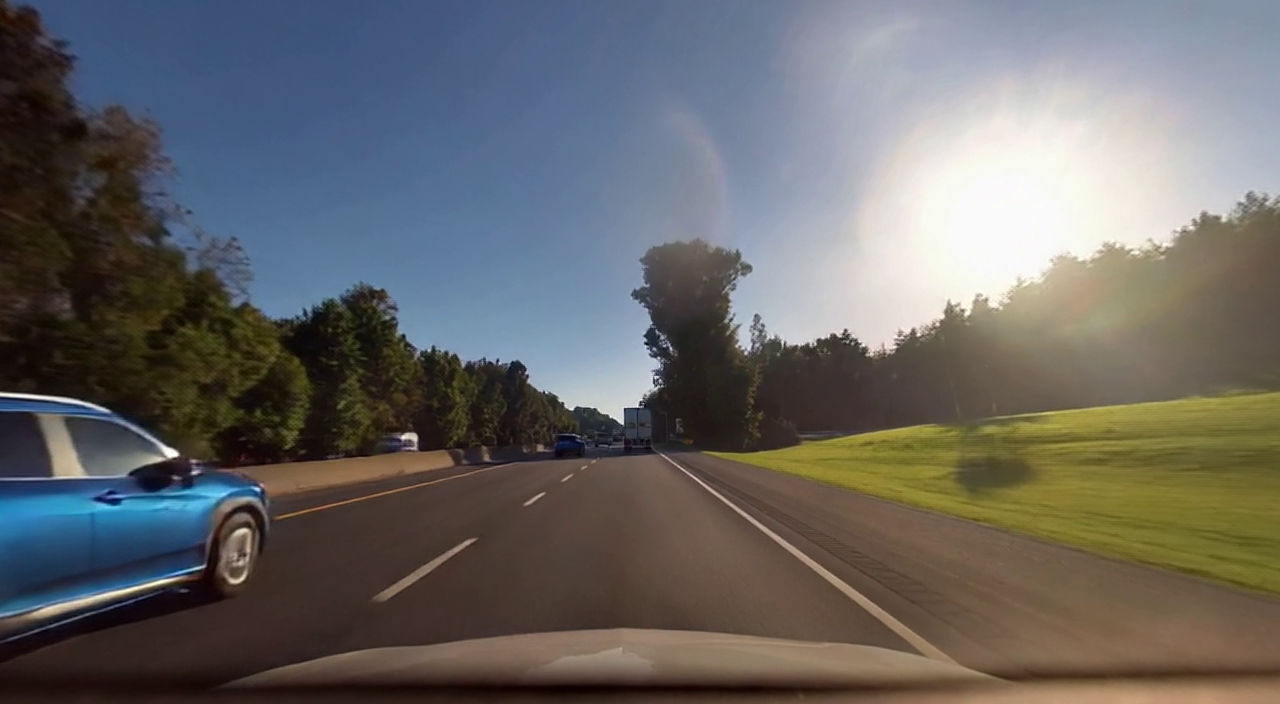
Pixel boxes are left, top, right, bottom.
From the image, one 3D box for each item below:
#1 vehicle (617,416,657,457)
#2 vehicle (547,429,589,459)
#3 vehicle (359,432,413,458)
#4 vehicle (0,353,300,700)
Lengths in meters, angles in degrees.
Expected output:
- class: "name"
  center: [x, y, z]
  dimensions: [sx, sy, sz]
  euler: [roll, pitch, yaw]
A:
- class: "vehicle"
  center: [-0.240, 5.647, 41.893]
  dimensions: [2.526, 2.531, 5.026]
  euler: [0, -8, -1]
- class: "vehicle"
  center: [-4.419, 5.684, 39.145]
  dimensions: [2.049, 1.726, 4.291]
  euler: [0, -8, 0]
- class: "vehicle"
  center: [-17.907, 6.555, 44.666]
  dimensions: [1.902, 1.712, 4.858]
  euler: [0, -8, -1]
- class: "vehicle"
  center: [-4.108, 0.908, 3.509]
  dimensions: [2.045, 1.655, 4.301]
  euler: [0, -8, -1]
